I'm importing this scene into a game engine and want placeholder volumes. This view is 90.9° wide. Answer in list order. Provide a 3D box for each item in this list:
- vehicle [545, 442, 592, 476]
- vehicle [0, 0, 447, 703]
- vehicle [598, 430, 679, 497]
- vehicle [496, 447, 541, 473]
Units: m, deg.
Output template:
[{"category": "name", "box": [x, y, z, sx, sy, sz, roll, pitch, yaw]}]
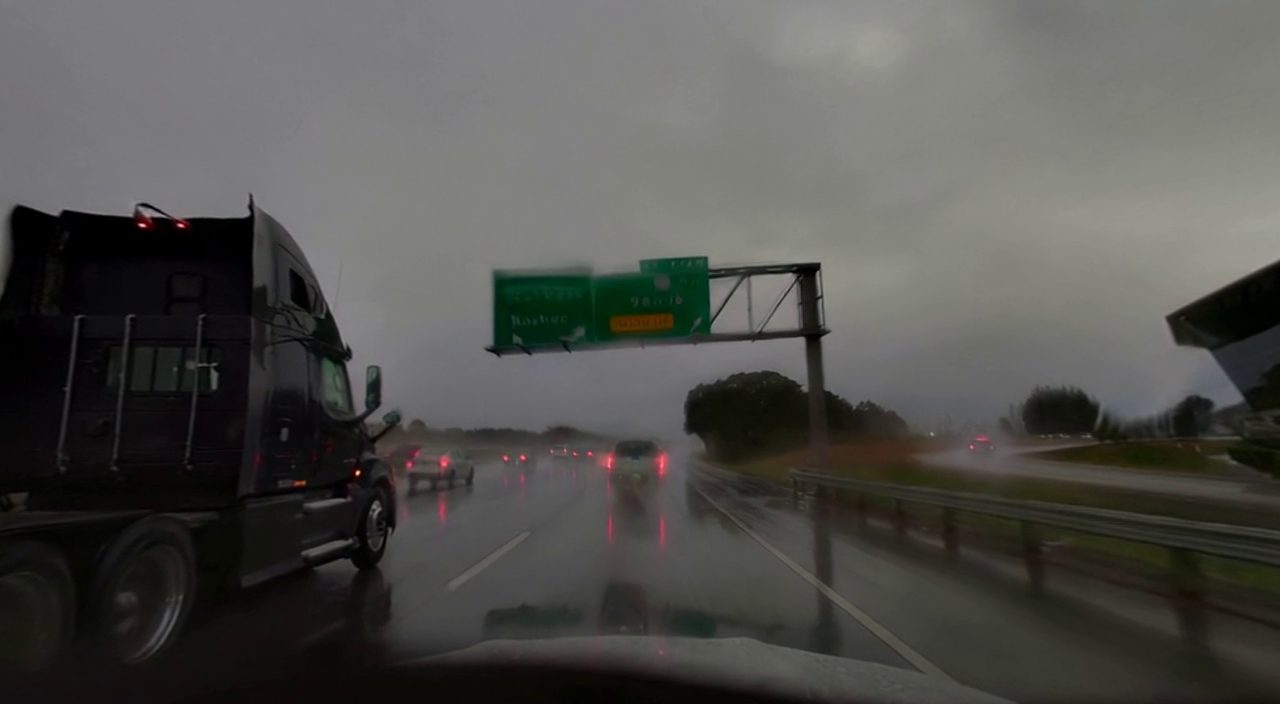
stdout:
[{"category": "vehicle", "box": [-3.685, 5.594, 33.175, 1.952, 1.649, 4.131, 0, -9, 0]}, {"category": "vehicle", "box": [-3.790, -0.287, 2.832, 2.990, 3.885, 8.540, 0, -9, 1]}, {"category": "vehicle", "box": [-0.002, 3.284, 18.845, 2.152, 1.779, 3.924, 0, -9, 1]}, {"category": "vehicle", "box": [-7.296, 6.517, 38.254, 1.869, 1.466, 4.217, 0, -9, 1]}]
